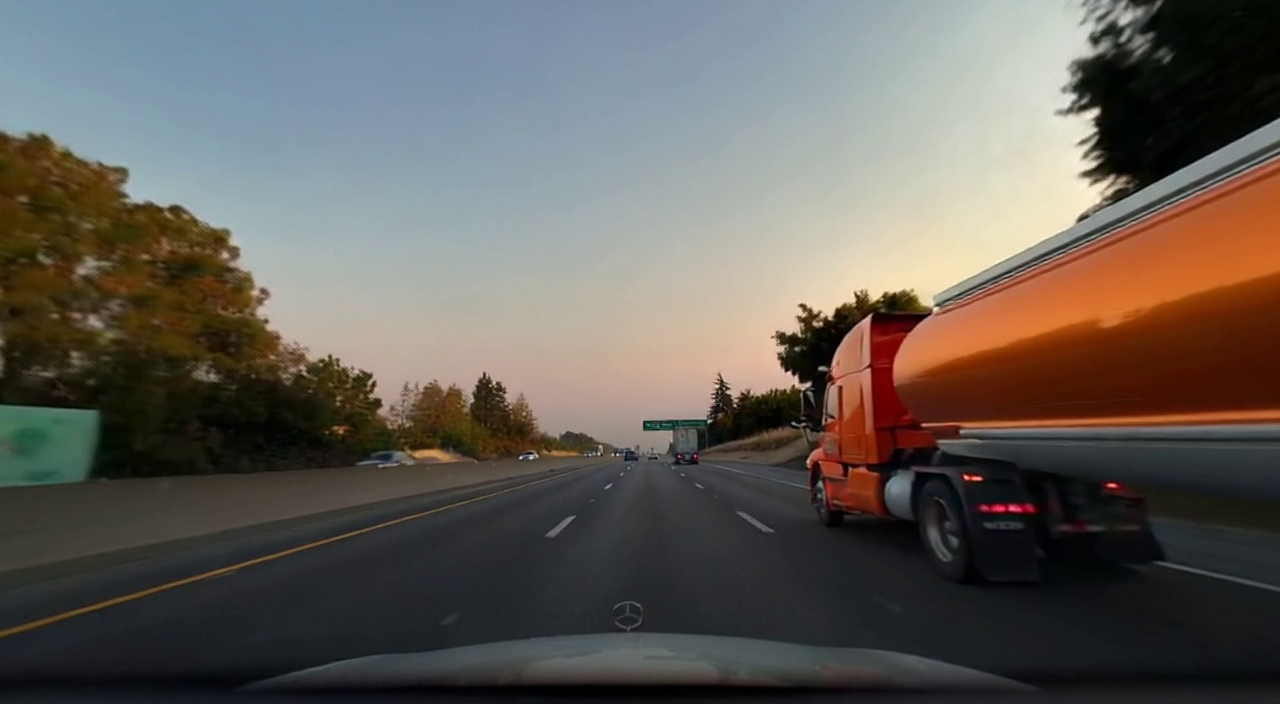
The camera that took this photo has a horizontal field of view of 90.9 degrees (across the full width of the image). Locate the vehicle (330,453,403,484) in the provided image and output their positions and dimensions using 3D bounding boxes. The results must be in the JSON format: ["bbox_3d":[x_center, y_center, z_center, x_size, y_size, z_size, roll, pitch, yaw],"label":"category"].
[{"bbox_3d":[-14.365,6.116,33.376,1.861,1.455,4.373,-1,-9,1],"label":"vehicle"}]

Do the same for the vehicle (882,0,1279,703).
[{"bbox_3d":[4.183,-0.194,1.816,2.707,3.474,10.512,0,-9,0],"label":"vehicle"}]
